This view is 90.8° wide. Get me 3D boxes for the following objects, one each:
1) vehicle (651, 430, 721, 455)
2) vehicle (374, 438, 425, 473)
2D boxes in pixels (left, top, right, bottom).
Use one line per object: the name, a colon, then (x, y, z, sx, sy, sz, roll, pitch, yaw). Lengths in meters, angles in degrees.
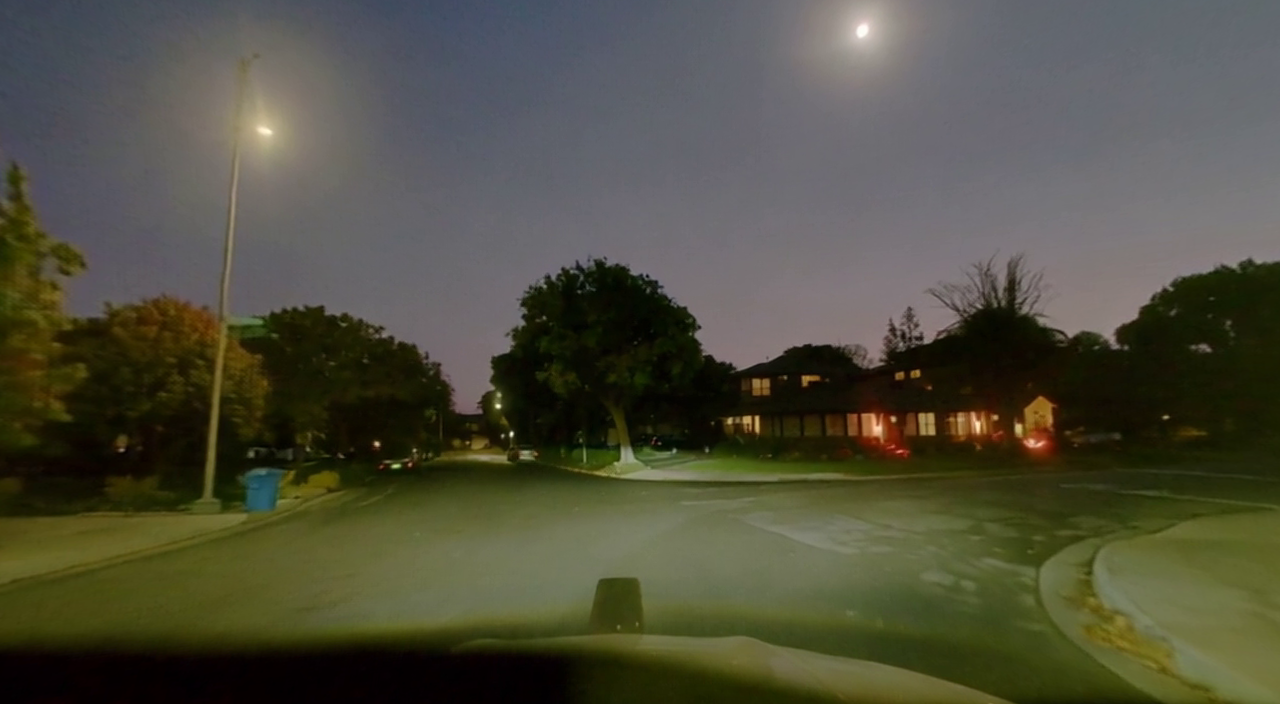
vehicle: (3.048, 6.030, 41.995, 4.241, 1.597, 1.833, 2, -9, -16)
vehicle: (-13.440, 5.782, 35.565, 2.152, 1.826, 4.725, 2, -9, -16)
